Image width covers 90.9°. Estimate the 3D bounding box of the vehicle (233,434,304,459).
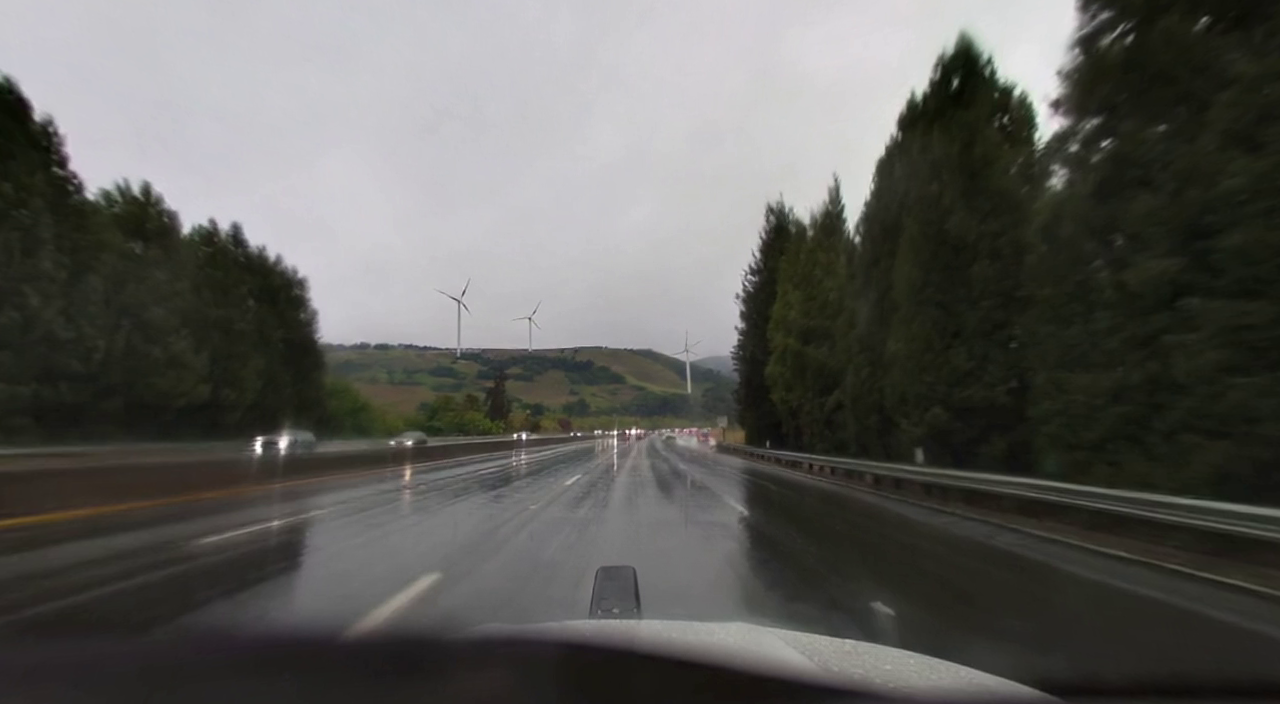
[{"bbox_3d":[-23.959,6.077,40.836,1.986,1.490,4.286,0,-8,0],"label":"vehicle"}]
